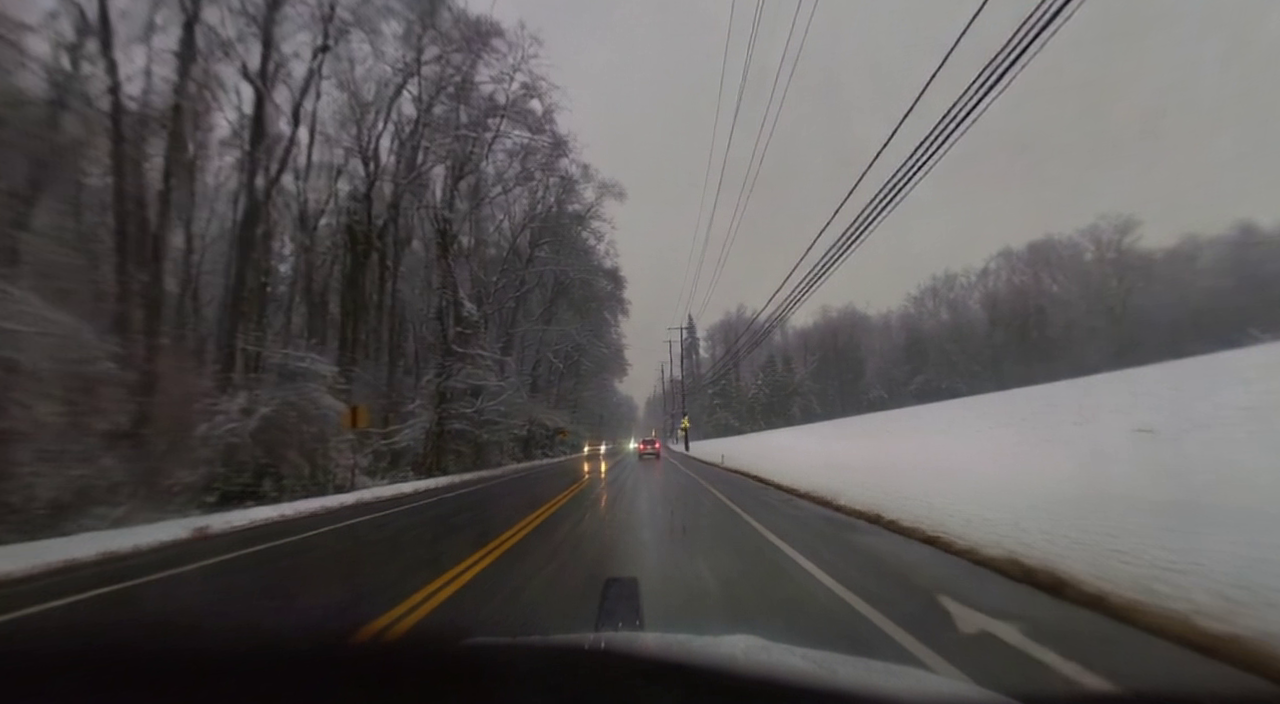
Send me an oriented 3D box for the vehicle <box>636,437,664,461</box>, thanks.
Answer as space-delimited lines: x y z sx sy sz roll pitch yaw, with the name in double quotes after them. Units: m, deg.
0.823 7.619 49.688 2.083 1.767 4.448 0 -9 2 "vehicle"
